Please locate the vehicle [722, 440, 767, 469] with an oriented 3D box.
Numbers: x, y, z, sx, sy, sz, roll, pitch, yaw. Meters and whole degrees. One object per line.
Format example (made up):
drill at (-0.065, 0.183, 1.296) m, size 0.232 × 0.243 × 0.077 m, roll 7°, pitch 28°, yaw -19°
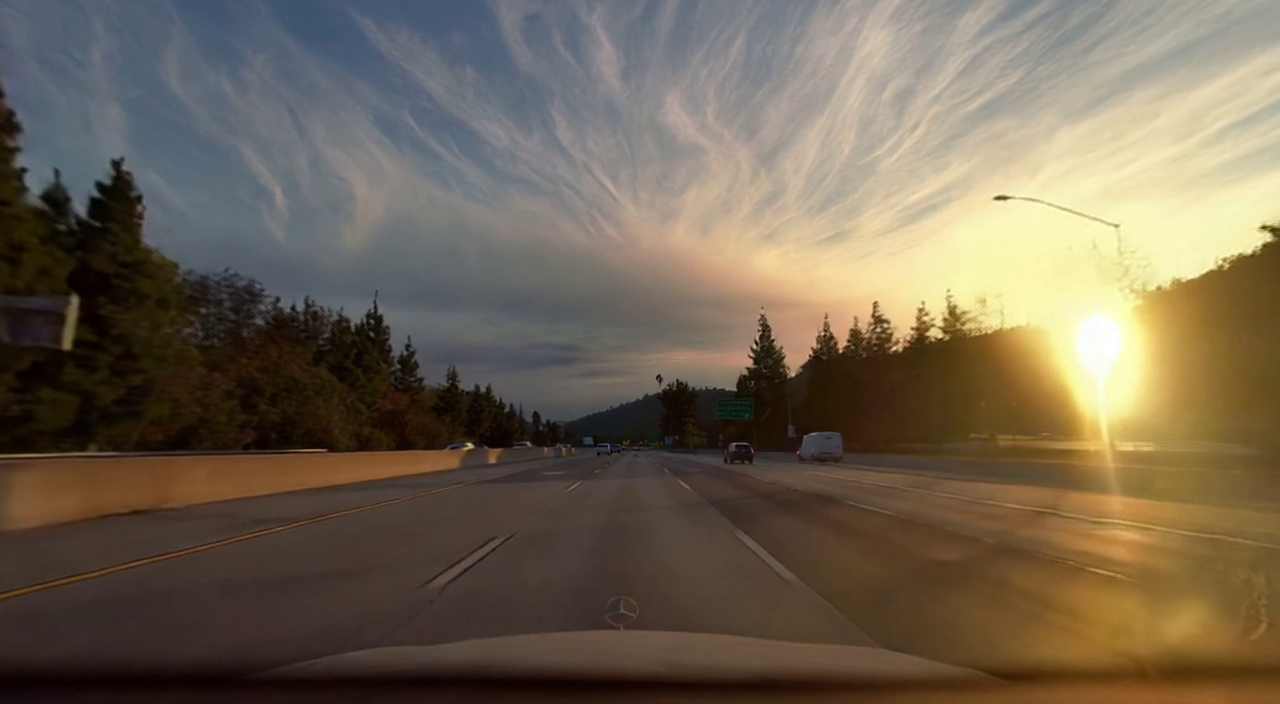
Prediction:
vehicle at (6.503, 6.424, 39.705) m, size 2.081 × 1.705 × 3.926 m, roll 0°, pitch -9°, yaw -1°
